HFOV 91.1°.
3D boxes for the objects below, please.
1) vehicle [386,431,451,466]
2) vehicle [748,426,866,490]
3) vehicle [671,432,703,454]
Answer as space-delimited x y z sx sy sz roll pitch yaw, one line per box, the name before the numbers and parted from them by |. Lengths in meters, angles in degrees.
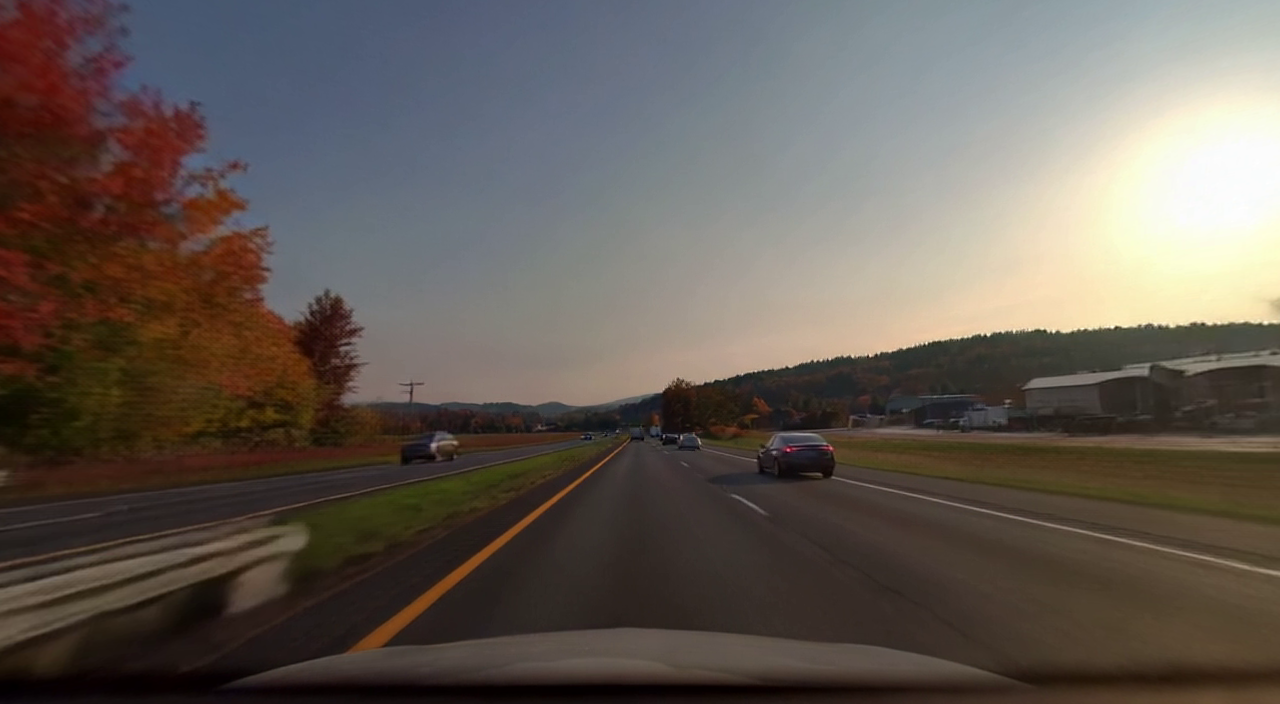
vehicle | -12.253 5.366 35.084 1.987 1.778 4.437 0 -8 0
vehicle | 4.411 2.863 17.351 2.024 1.516 4.197 0 -8 -1
vehicle | 3.505 6.904 47.717 2.057 1.540 4.158 0 -8 -1
